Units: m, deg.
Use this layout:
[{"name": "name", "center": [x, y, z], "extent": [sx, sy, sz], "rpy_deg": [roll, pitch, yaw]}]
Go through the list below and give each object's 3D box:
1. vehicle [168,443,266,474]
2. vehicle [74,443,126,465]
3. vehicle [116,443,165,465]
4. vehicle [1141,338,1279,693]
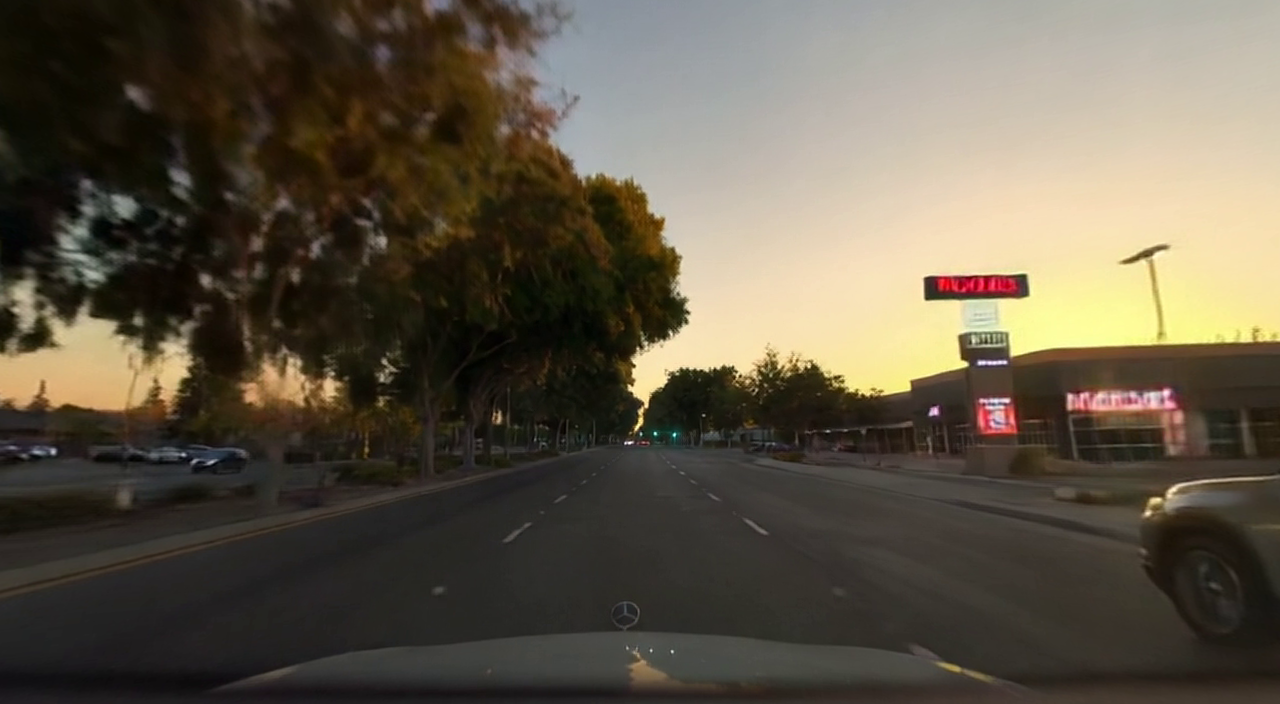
[{"name": "vehicle", "center": [-22.569, 5.669, 33.971], "extent": [1.864, 1.510, 4.664], "rpy_deg": [0, -8, 2]}, {"name": "vehicle", "center": [-37.955, 7.146, 44.493], "extent": [1.929, 1.428, 3.799], "rpy_deg": [4, -9, -28]}, {"name": "vehicle", "center": [-35.171, 7.157, 44.543], "extent": [1.829, 1.448, 4.124], "rpy_deg": [4, -9, -27]}, {"name": "vehicle", "center": [4.655, 0.684, 1.819], "extent": [2.185, 1.956, 5.128], "rpy_deg": [0, -8, 0]}]
